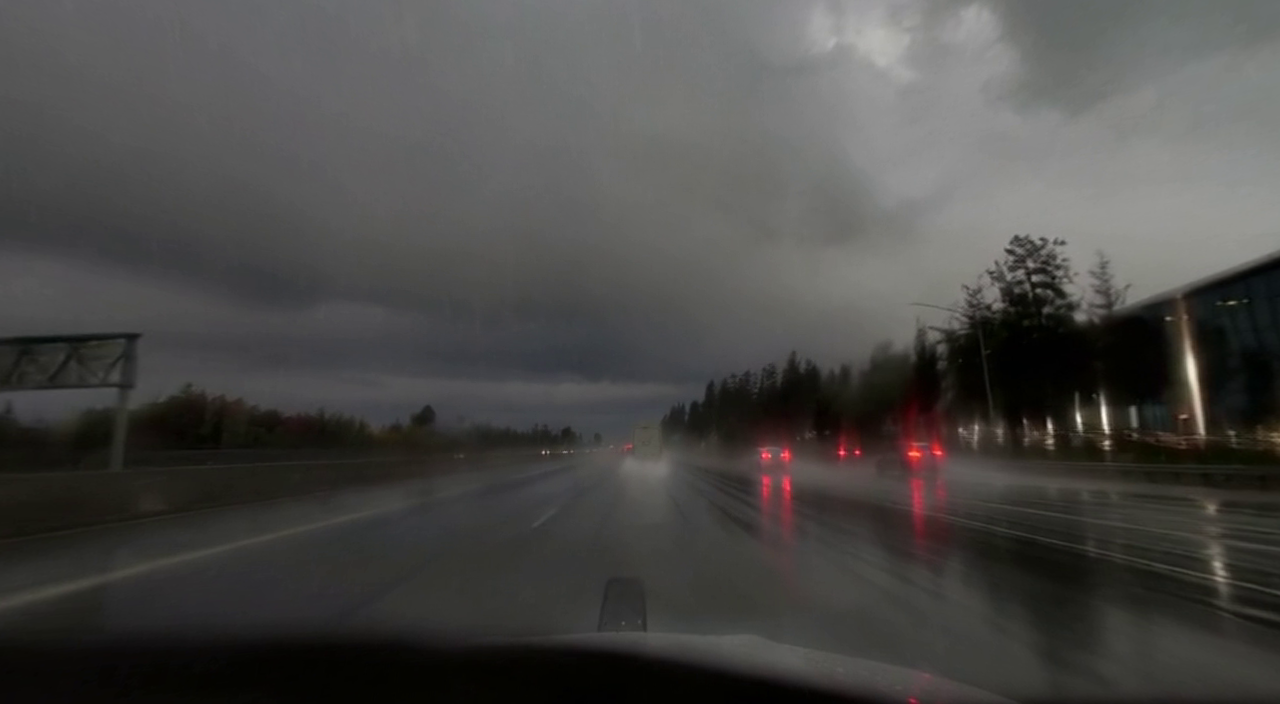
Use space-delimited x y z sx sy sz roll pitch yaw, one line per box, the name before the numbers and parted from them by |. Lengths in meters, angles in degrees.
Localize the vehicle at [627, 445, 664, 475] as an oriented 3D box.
vehicle | 0.291 6.173 36.176 2.015 1.639 4.086 0 -9 0
